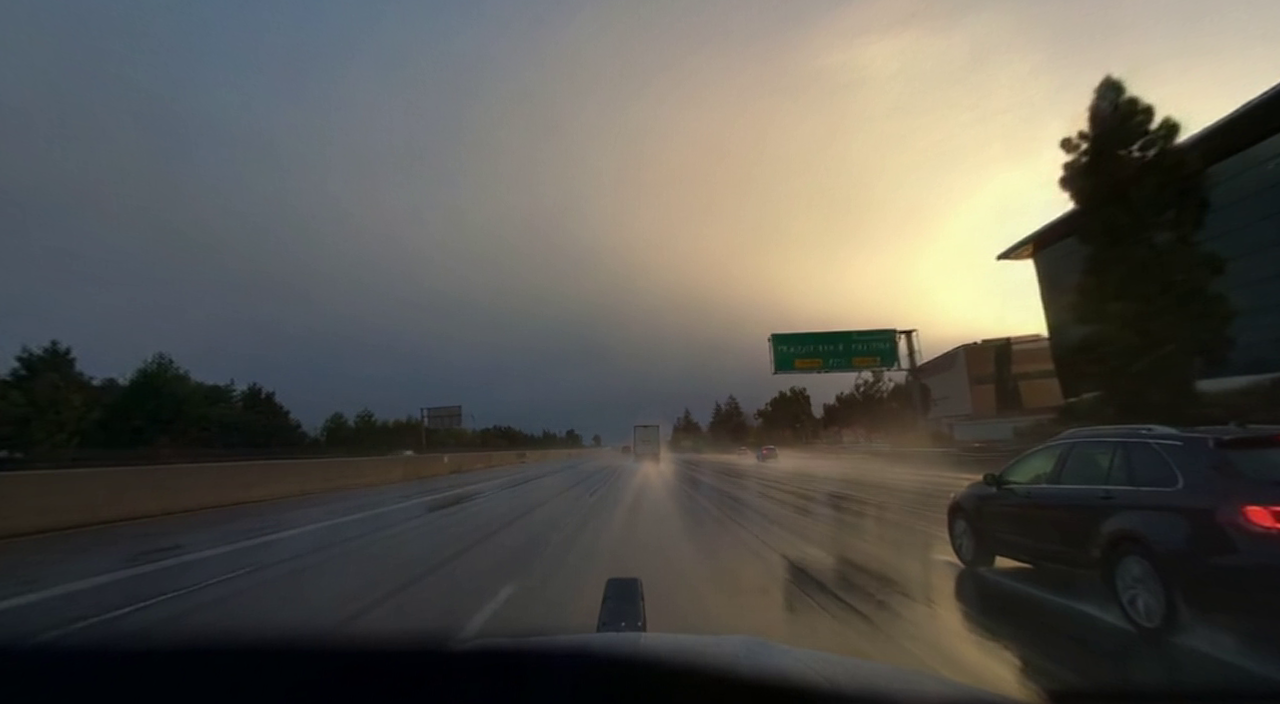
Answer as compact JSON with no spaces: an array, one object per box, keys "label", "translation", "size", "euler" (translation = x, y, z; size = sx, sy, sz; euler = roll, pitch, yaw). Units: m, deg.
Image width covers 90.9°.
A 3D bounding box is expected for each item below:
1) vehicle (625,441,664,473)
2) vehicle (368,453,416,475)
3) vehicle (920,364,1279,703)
[{"label":"vehicle","translation":[0.228,5.808,34.836],"size":[2.015,1.639,4.086],"euler":[0,-9,0]},{"label":"vehicle","translation":[-19.545,8.847,49.922],"size":[1.884,1.642,4.551],"euler":[0,-9,1]},{"label":"vehicle","translation":[3.927,1.041,3.994],"size":[2.008,1.595,5.082],"euler":[0,-9,1]}]
